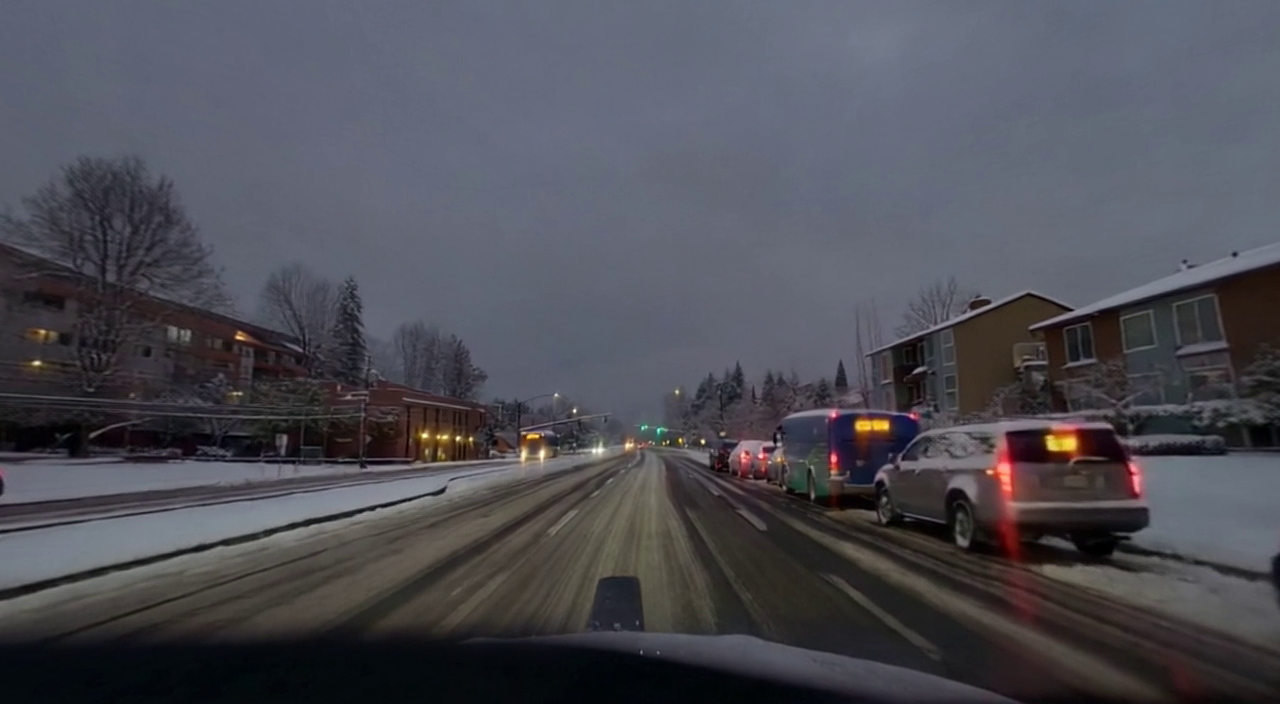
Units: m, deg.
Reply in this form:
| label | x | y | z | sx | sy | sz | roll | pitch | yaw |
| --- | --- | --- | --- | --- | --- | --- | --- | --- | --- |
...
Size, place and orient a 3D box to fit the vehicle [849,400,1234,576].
| label | x | y | z | sx | sy | sz | roll | pitch | yaw |
| --- | --- | --- | --- | --- | --- | --- | --- | --- | --- |
| vehicle | 4.816 | 1.715 | 8.747 | 2.304 | 1.760 | 4.630 | 0 | -8 | 1 |
